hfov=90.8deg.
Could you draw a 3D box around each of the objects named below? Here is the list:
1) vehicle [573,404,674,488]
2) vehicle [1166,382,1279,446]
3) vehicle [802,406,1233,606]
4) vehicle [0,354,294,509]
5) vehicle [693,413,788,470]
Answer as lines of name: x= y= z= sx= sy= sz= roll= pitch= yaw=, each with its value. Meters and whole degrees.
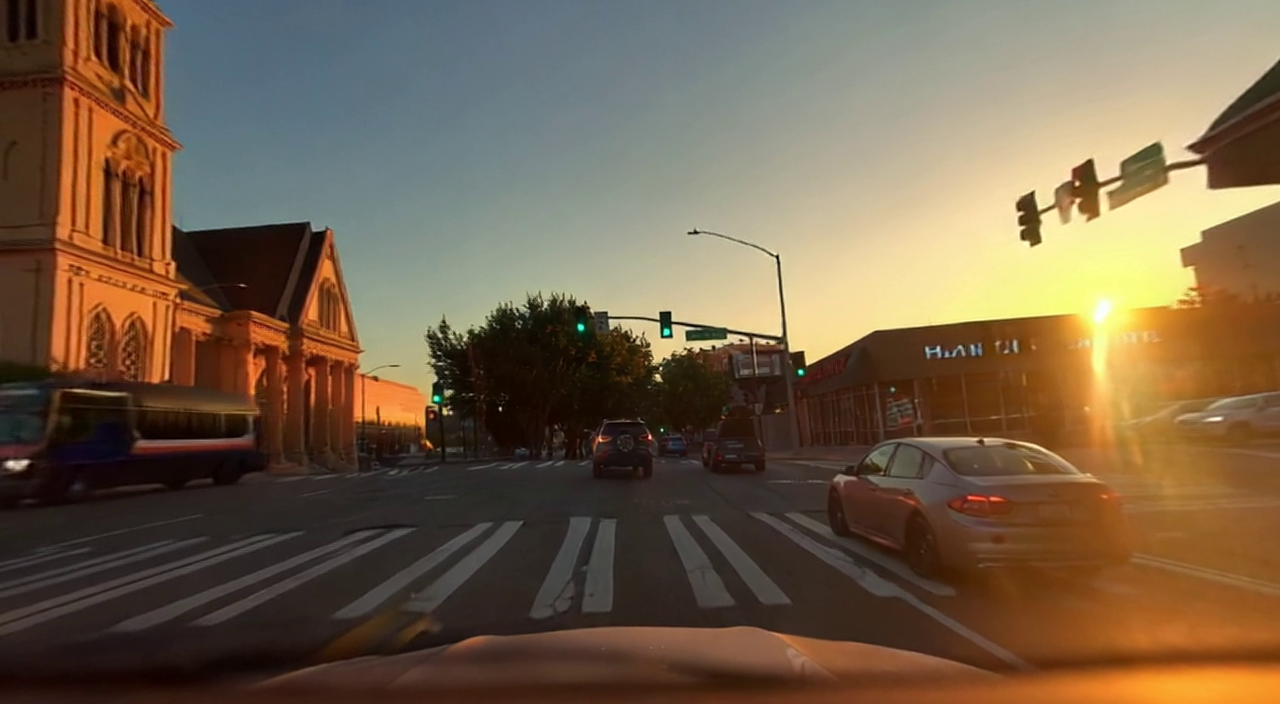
vehicle: x=-0.488 y=2.323 z=15.711 sx=2.168 sy=1.776 sz=4.135 roll=0 pitch=-8 yaw=-4
vehicle: x=17.052 y=1.694 z=16.809 sx=4.255 sy=1.590 sz=1.999 roll=0 pitch=-8 yaw=0
vehicle: x=3.426 y=1.471 z=7.023 sx=1.883 sy=1.472 sz=4.471 roll=0 pitch=-8 yaw=-2
vehicle: x=-14.905 y=2.543 z=19.791 sx=3.126 sy=3.773 sz=8.662 roll=0 pitch=-8 yaw=0
vehicle: x=2.824 y=2.644 z=18.719 sx=1.890 sy=1.491 sz=4.166 roll=0 pitch=-8 yaw=-4
